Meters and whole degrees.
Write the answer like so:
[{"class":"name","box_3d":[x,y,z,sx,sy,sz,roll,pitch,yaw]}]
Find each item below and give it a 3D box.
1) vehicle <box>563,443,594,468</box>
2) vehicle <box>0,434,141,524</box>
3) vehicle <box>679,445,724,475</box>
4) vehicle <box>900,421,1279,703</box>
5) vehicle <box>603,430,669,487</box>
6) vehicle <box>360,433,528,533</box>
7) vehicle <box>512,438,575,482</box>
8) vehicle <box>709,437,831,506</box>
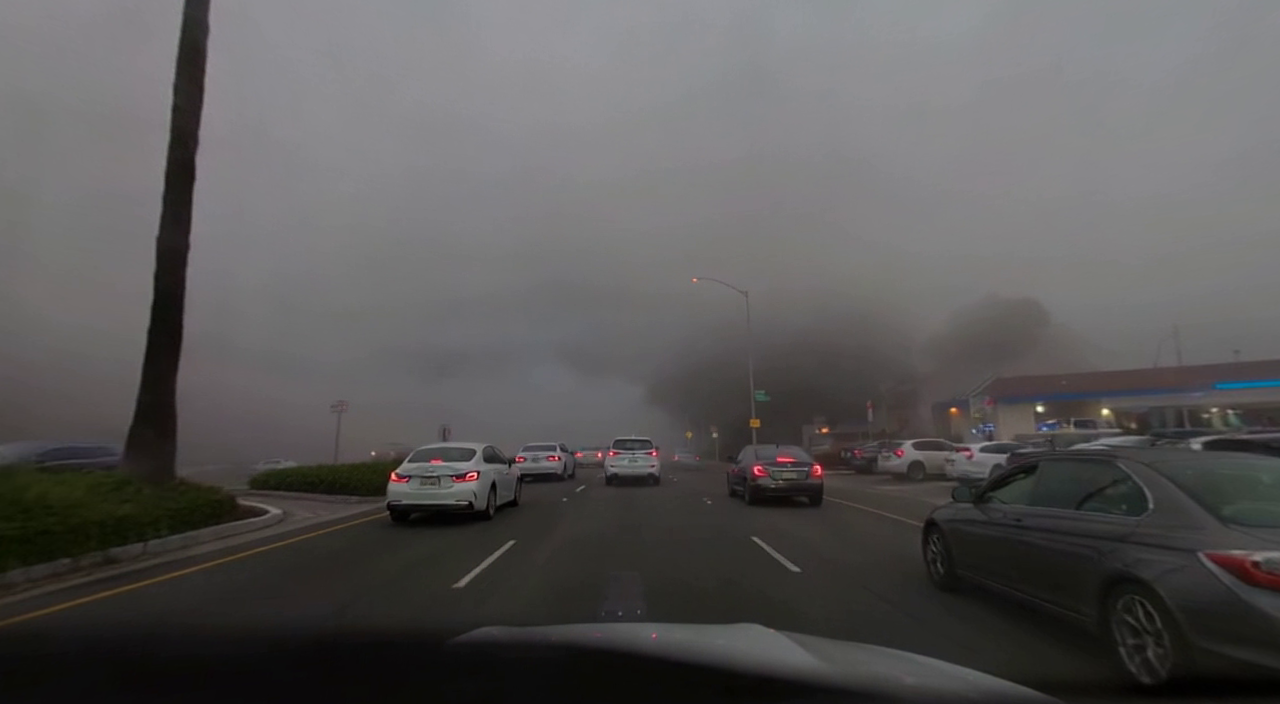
[{"class":"vehicle","box_3d":[-4.282,7.290,44.632,1.871,1.673,3.920,0,-8,-1]},{"class":"vehicle","box_3d":[-13.785,2.696,13.656,2.113,1.772,4.591,0,-8,0]},{"class":"vehicle","box_3d":[3.285,5.832,34.215,1.880,1.476,3.932,0,-8,-2]},{"class":"vehicle","box_3d":[3.638,1.249,4.206,1.867,1.448,4.436,0,-8,-1]},{"class":"vehicle","box_3d":[-0.150,3.840,22.952,2.164,1.867,4.254,0,-8,0]},{"class":"vehicle","box_3d":[-3.365,2.314,11.753,1.864,1.505,4.202,0,-8,-1]},{"class":"vehicle","box_3d":[-3.920,4.467,26.336,1.932,1.695,4.235,0,-8,0]},{"class":"vehicle","box_3d":[3.097,2.950,16.041,1.977,1.480,4.589,0,-8,-2]}]
